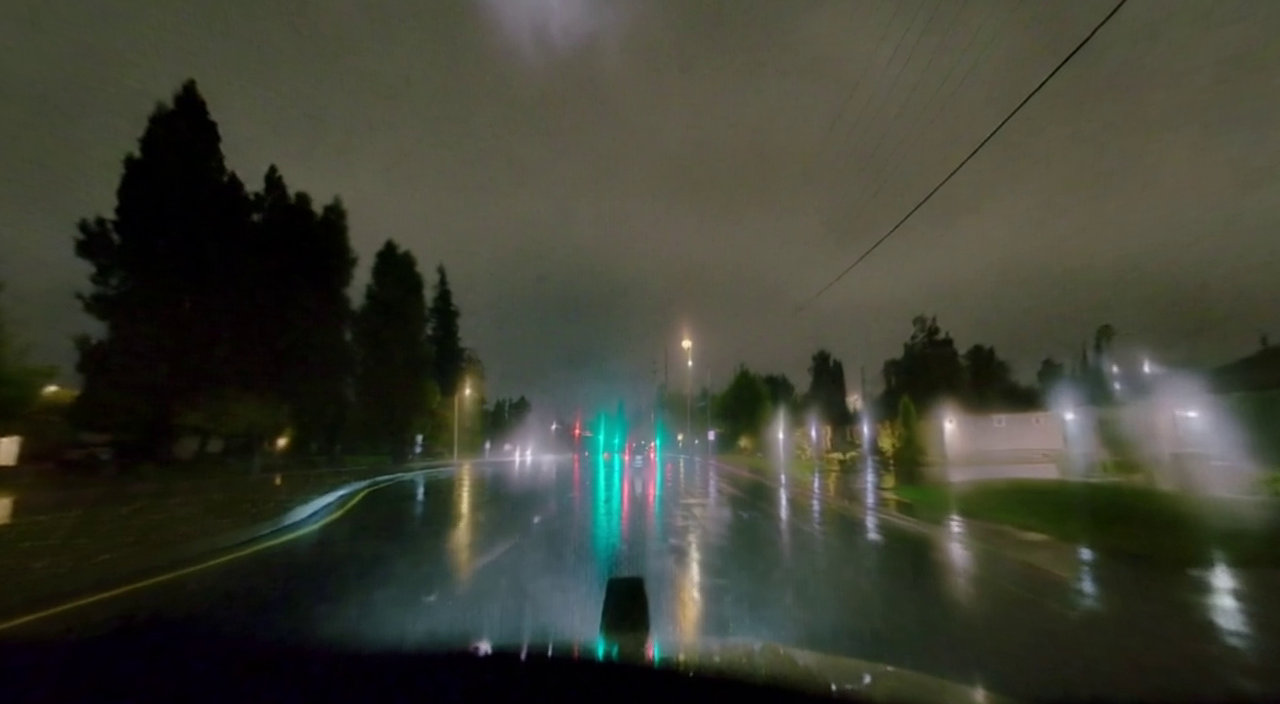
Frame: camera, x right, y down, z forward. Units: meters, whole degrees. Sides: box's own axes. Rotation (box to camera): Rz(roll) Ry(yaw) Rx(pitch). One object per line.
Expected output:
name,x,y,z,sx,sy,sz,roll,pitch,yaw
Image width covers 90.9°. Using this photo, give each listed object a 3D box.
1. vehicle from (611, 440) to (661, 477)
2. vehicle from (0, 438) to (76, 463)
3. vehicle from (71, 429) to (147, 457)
vehicle,-0.145,4.589,27.435,2.009,1.456,4.003,0,-9,1
vehicle,-35.148,5.677,36.377,3.471,1.391,1.625,0,-9,-1
vehicle,-35.172,6.029,41.801,3.451,1.541,1.784,3,-8,7
